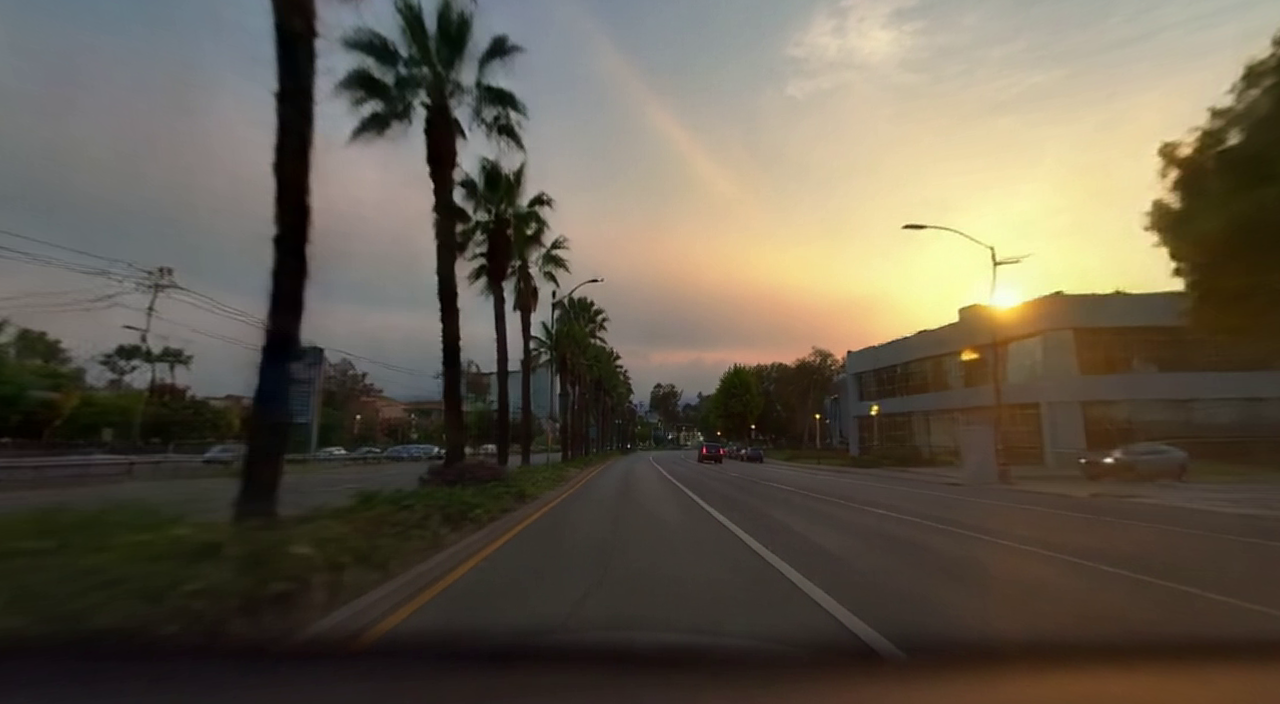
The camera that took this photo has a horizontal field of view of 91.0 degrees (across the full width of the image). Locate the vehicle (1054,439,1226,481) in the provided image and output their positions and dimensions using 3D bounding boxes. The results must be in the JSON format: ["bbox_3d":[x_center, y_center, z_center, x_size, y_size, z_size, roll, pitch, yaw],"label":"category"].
[{"bbox_3d":[17.794,3.860,22.583,4.526,1.429,1.815,0,-9,2],"label":"vehicle"}]
